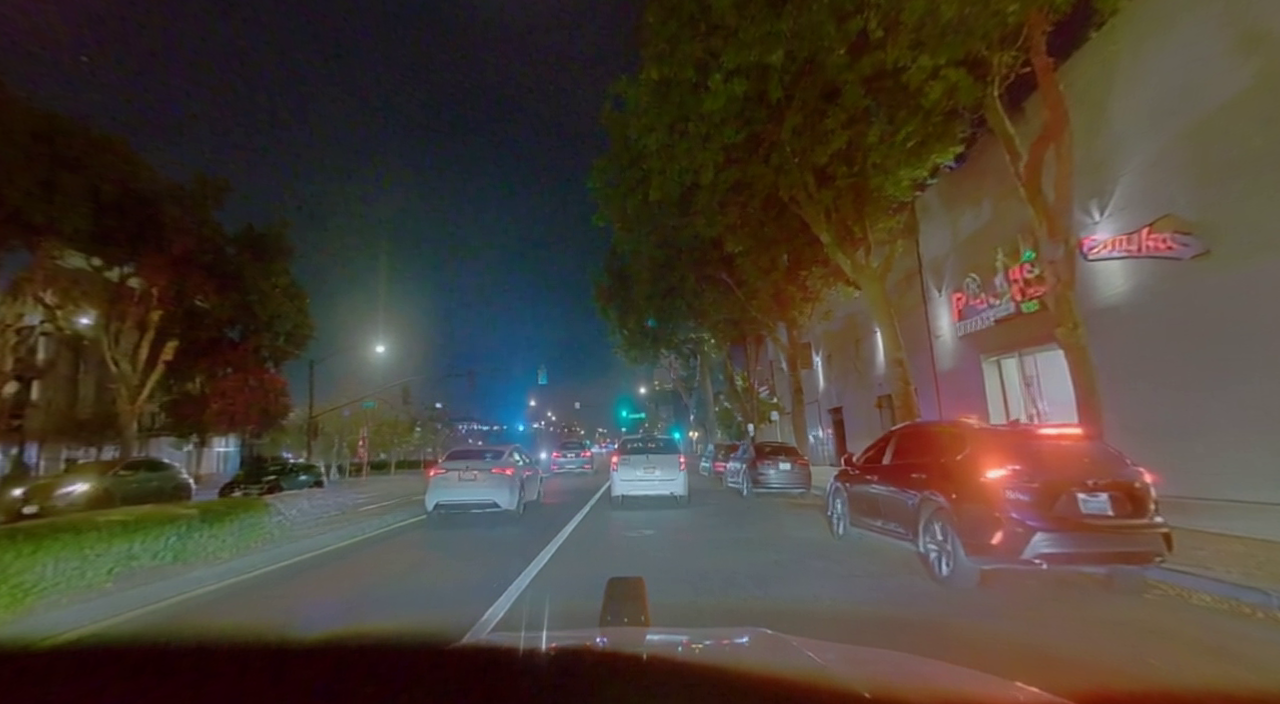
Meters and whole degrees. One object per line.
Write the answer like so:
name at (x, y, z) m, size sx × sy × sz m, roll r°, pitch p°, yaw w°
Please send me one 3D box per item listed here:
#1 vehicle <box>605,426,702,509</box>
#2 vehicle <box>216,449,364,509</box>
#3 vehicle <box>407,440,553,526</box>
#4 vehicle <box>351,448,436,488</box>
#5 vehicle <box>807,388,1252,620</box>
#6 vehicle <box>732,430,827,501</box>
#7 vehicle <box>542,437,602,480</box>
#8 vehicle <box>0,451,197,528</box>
vehicle at (0.309, 2.776, 15.571) m, size 2.075 × 1.770 × 4.018 m, roll 0°, pitch -8°, yaw 0°
vehicle at (-10.844, 3.919, 20.016) m, size 2.158 × 1.494 × 4.480 m, roll -4°, pitch -9°, yaw 1°
vehicle at (-3.067, 2.592, 13.105) m, size 1.908 × 1.474 × 4.257 m, roll 0°, pitch -8°, yaw 0°
vehicle at (-10.827, 5.092, 28.071) m, size 1.858 × 1.577 × 4.593 m, roll 0°, pitch -8°, yaw 1°
vehicle at (4.039, 1.699, 8.228) m, size 2.038 × 1.865 × 5.786 m, roll 2°, pitch -9°, yaw -1°
vehicle at (4.040, 3.355, 19.032) m, size 2.025 × 1.813 × 4.372 m, roll 2°, pitch -8°, yaw 2°
vehicle at (-3.038, 4.884, 29.185) m, size 2.135 × 1.806 × 4.514 m, roll 0°, pitch -8°, yaw 2°
vehicle at (-14.447, 3.579, 16.967) m, size 2.056 × 1.619 × 4.270 m, roll -4°, pitch -8°, yaw -1°
